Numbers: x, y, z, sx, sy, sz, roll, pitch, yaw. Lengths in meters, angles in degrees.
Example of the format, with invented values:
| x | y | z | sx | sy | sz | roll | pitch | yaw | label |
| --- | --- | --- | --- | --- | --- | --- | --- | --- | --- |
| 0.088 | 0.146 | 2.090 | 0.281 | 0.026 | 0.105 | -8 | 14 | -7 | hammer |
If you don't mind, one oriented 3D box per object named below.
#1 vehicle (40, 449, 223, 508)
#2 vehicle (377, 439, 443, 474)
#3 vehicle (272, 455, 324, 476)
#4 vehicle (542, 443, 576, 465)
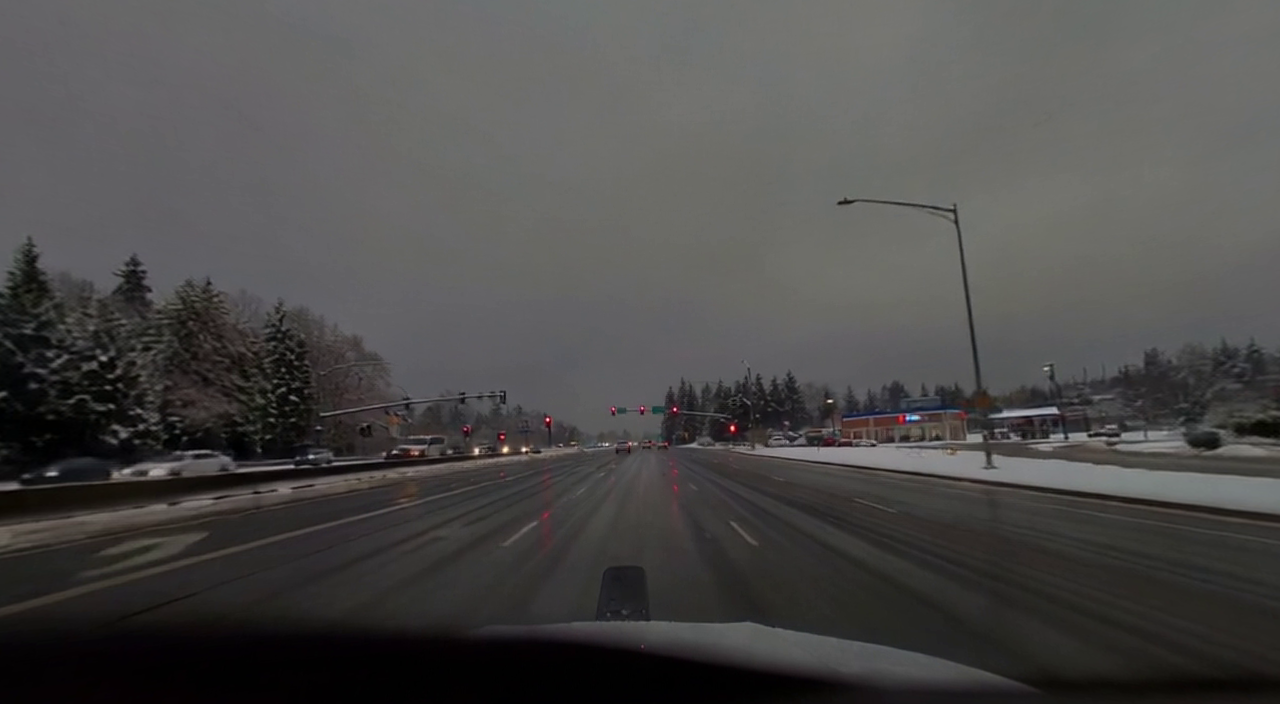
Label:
| x | y | z | sx | sy | sz | roll | pitch | yaw | label |
| --- | --- | --- | --- | --- | --- | --- | --- | --- | --- |
| -14.773 | 3.640 | 18.694 | 1.880 | 1.496 | 4.246 | 0 | -8 | 0 | vehicle |
| -14.368 | 6.552 | 39.776 | 2.160 | 1.993 | 5.347 | 0 | -8 | 0 | vehicle |
| -26.181 | 8.684 | 48.354 | 1.673 | 1.400 | 3.902 | -1 | -8 | 2 | vehicle |
| -5.946 | 7.495 | 46.673 | 1.843 | 1.528 | 4.121 | 0 | -8 | 1 | vehicle |
